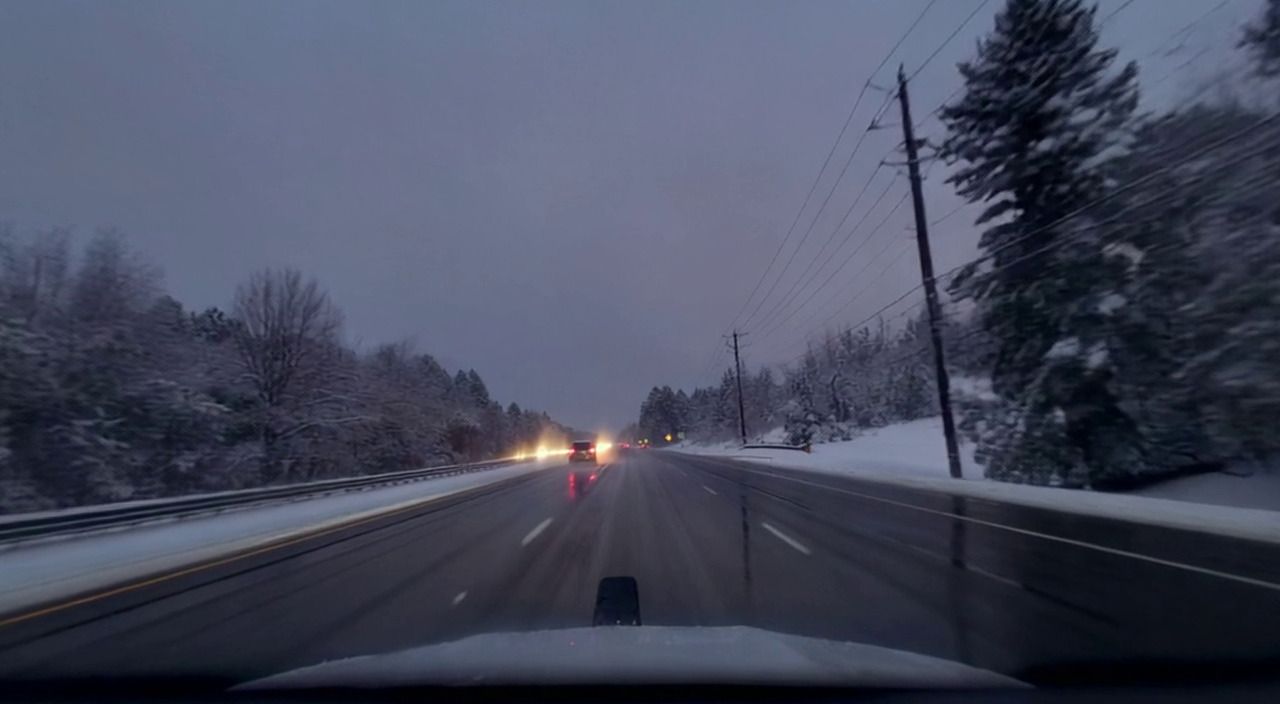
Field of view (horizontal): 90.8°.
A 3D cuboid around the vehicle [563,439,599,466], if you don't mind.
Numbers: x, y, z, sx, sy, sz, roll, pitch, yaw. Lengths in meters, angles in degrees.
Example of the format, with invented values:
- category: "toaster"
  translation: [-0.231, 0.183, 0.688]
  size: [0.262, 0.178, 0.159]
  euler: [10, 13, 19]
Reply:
- category: "vehicle"
  translation: [-4.197, 7.215, 45.594]
  size: [2.130, 1.823, 4.761]
  euler: [0, -8, 1]
